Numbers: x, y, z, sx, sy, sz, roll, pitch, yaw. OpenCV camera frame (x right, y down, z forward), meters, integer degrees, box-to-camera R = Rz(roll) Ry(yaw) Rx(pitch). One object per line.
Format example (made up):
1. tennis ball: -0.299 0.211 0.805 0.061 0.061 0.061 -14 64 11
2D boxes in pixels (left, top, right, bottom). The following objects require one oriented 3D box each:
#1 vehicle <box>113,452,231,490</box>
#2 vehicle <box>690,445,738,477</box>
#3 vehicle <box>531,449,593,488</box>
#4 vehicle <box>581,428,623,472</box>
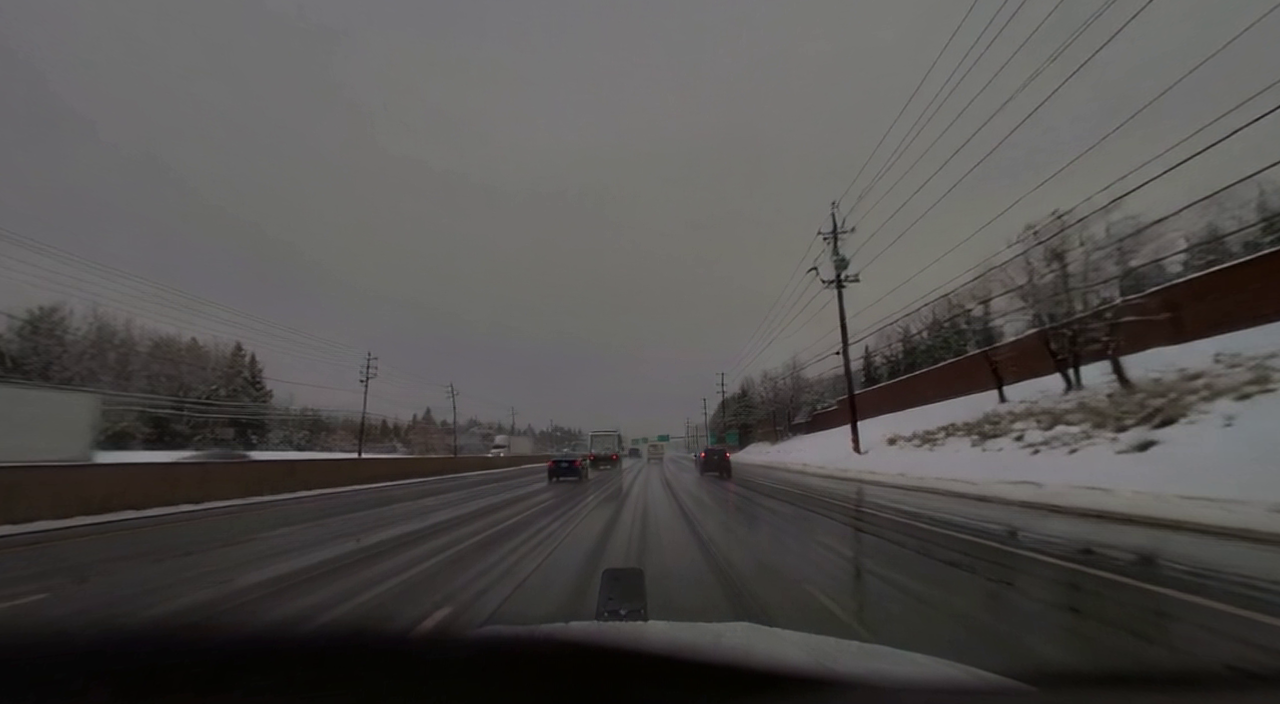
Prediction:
1. vehicle: -19.449 4.932 26.451 1.828 1.416 3.982 0 -9 1
2. vehicle: 4.319 6.440 37.488 2.214 1.799 4.627 0 -9 -1
3. vehicle: -3.156 4.812 26.315 2.004 1.498 4.043 0 -9 1
4. vehicle: -2.854 7.662 49.268 2.632 3.153 6.879 0 -9 2
